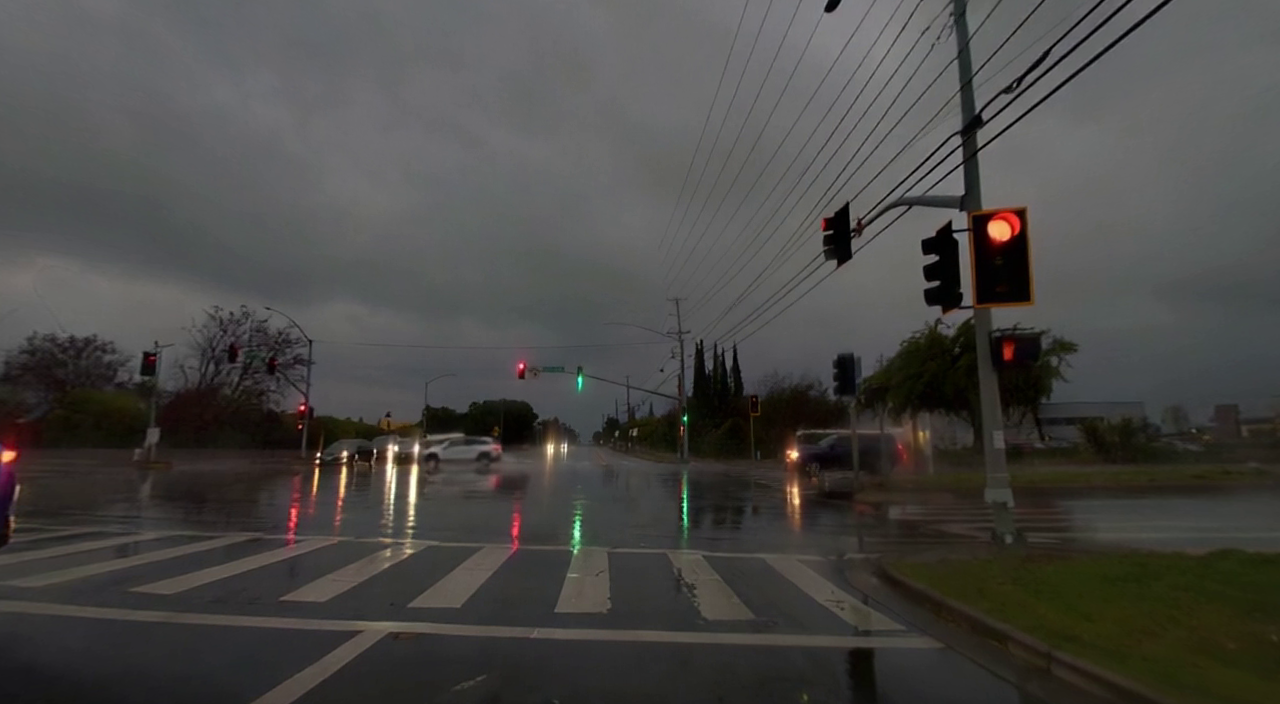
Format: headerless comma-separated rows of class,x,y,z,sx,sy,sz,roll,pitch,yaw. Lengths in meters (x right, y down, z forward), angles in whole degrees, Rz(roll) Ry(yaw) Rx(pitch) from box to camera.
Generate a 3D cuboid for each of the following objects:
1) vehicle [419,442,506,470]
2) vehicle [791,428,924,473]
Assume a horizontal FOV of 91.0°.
vehicle,-10.459,6.138,37.161,4.529,1.566,1.842,-1,-9,11
vehicle,8.719,4.025,25.718,4.884,1.714,2.021,-2,-9,12
